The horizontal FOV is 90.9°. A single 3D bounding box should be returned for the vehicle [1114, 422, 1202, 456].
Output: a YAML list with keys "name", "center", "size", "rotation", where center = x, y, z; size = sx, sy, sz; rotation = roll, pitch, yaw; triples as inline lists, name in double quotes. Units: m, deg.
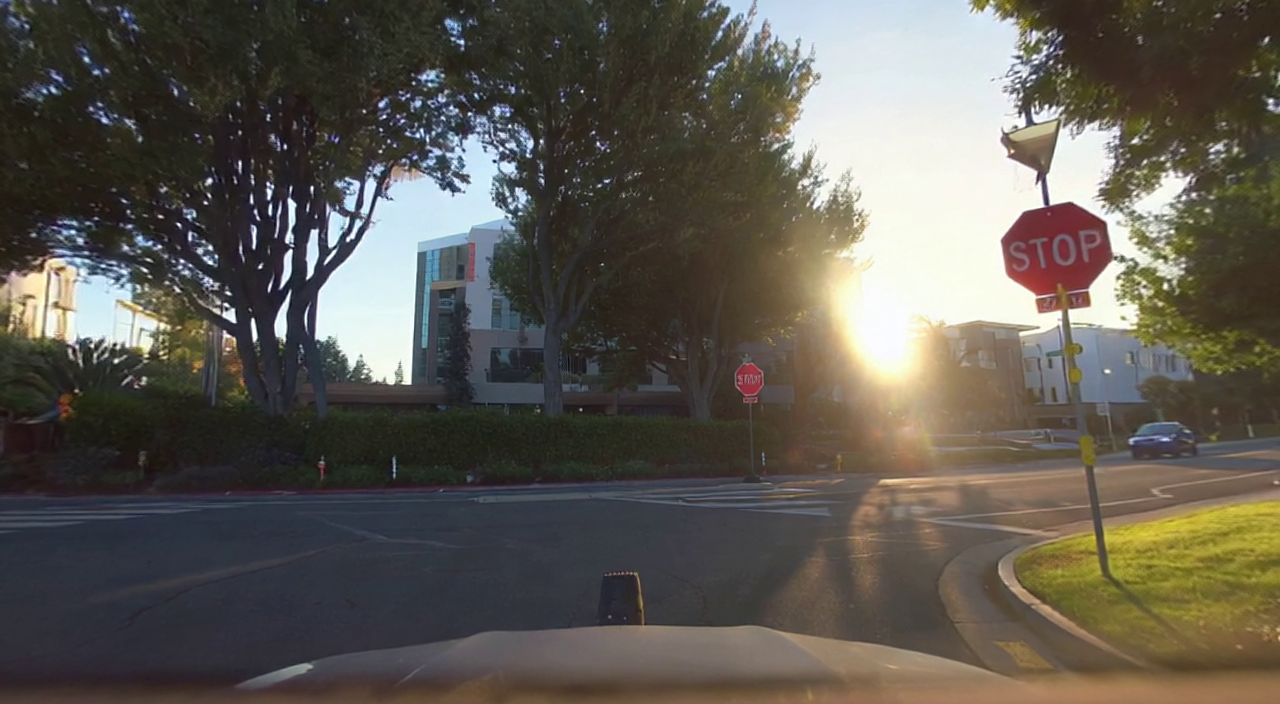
- name: "vehicle"
  center: [24.584, 4.156, 29.867]
  size: [4.473, 1.474, 2.108]
  rotation: [6, -10, -37]
